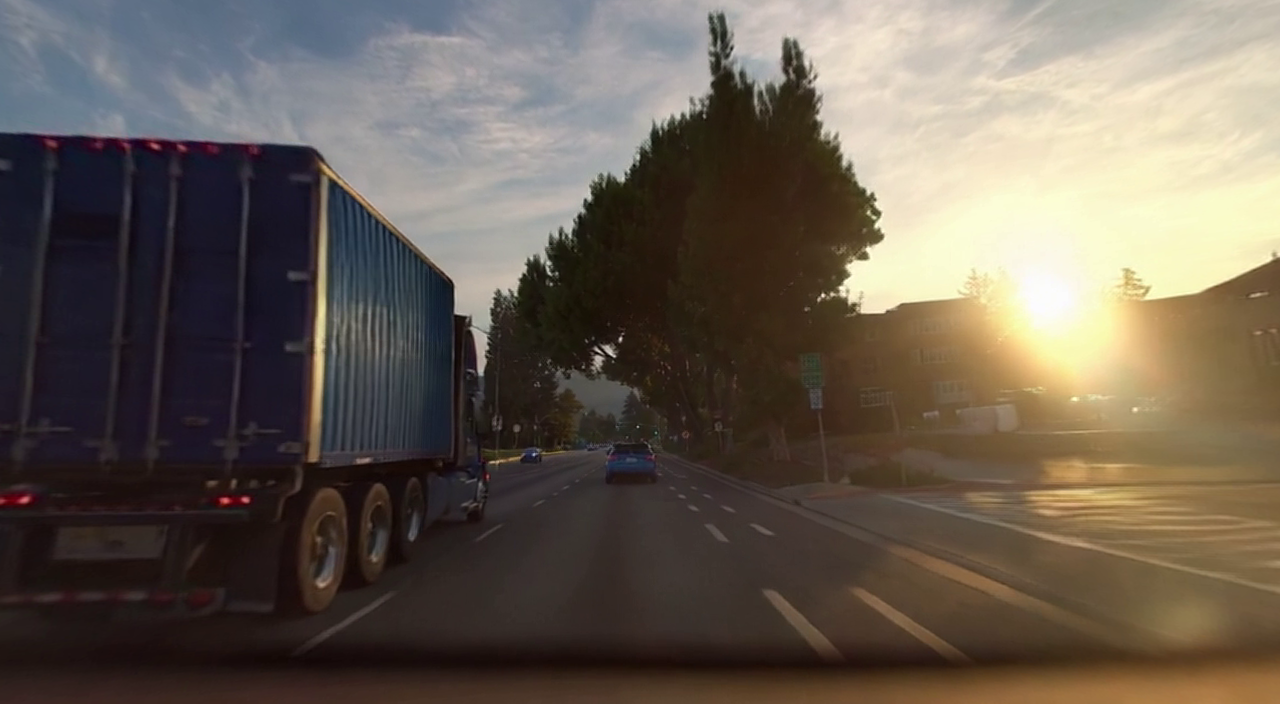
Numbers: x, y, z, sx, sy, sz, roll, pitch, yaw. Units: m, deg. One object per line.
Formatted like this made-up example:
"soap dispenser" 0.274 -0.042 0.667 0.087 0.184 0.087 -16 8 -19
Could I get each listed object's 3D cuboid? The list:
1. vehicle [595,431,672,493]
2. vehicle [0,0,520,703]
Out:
"vehicle" -0.222 3.303 19.323 2.094 1.682 3.866 0 -8 -1
"vehicle" -3.894 0.417 7.389 2.996 3.902 10.410 0 -8 -1
